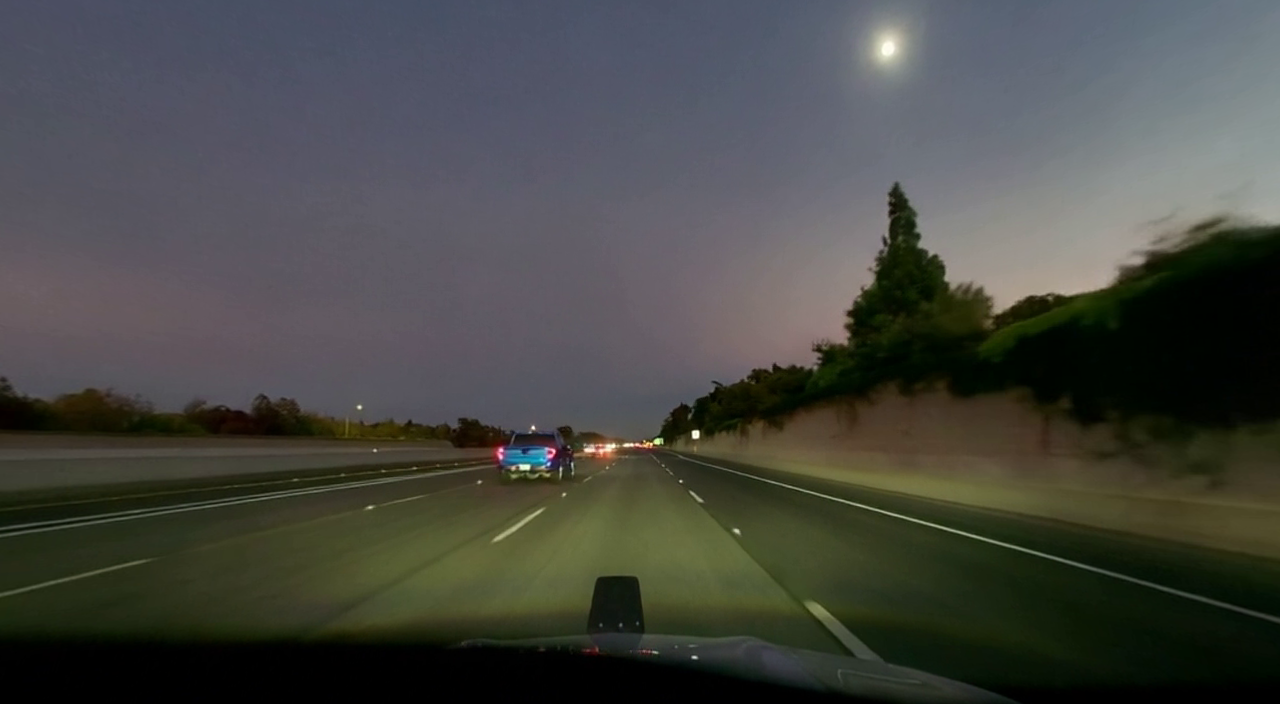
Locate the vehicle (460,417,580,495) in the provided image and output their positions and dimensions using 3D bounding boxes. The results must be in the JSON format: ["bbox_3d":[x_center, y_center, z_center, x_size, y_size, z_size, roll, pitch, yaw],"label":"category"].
[{"bbox_3d":[-3.643,3.364,20.758,2.604,2.170,6.271,0,-8,1],"label":"vehicle"}]

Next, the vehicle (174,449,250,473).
[{"bbox_3d":[-29.035,7.364,42.925,1.870,1.505,4.541,0,-8,1],"label":"vehicle"}]
